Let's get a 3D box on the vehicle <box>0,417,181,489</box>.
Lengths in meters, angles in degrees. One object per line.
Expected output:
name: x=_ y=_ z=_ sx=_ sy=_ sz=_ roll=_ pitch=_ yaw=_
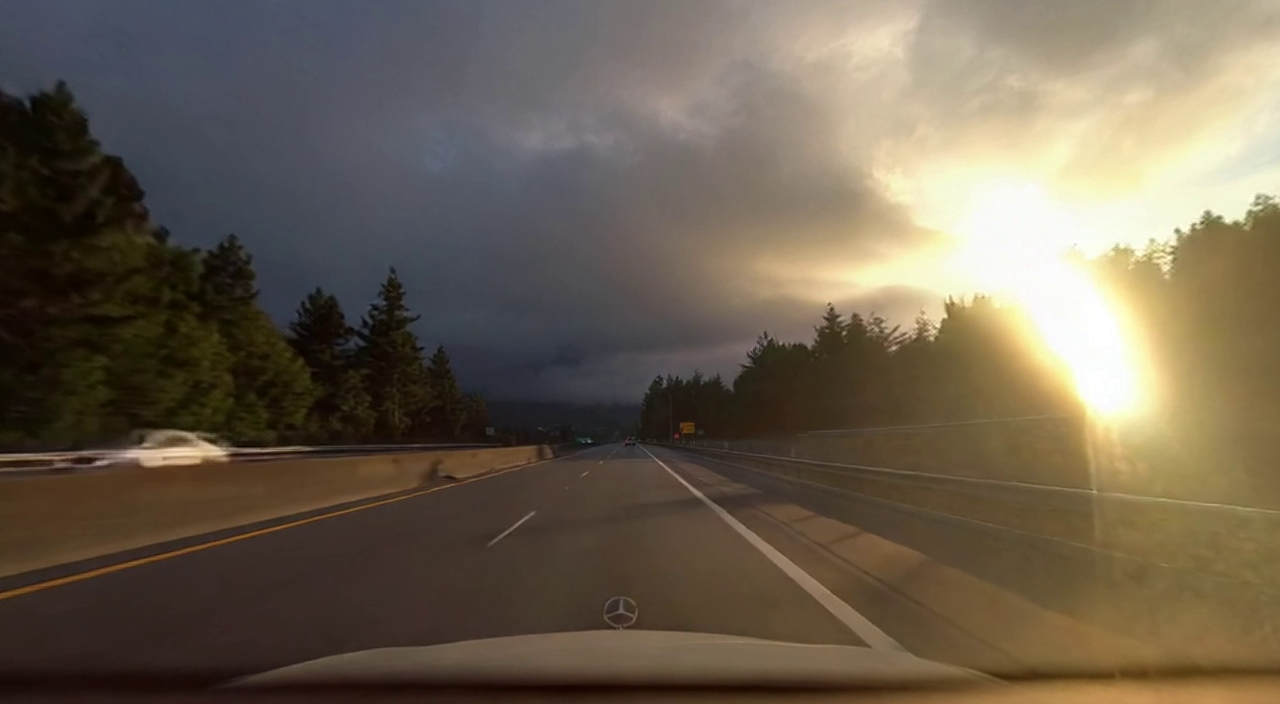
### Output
vehicle: x=-15.033 y=2.634 z=16.685 sx=1.993 sy=1.631 sz=4.899 roll=0 pitch=-8 yaw=0
